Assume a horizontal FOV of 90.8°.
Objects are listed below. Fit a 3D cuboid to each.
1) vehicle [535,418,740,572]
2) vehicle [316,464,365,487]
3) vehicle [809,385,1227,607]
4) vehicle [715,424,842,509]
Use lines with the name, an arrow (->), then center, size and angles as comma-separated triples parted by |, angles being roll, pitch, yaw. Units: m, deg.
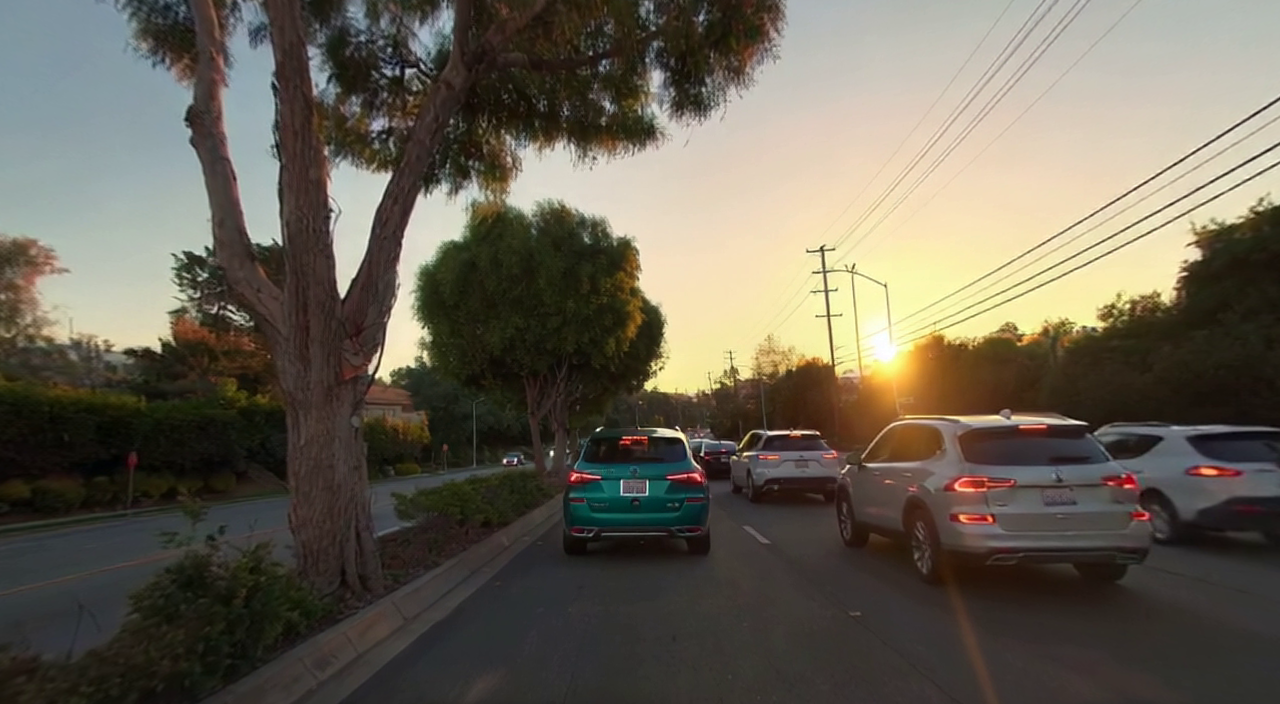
vehicle -> -0.058, 1.848, 8.986 | 2.199, 1.641, 4.232 | 0, -8, -1
vehicle -> -22.906, 9.463, 48.482 | 1.847, 1.554, 3.926 | 0, -8, -1
vehicle -> 3.514, 1.426, 7.100 | 2.001, 1.707, 4.250 | 0, -8, -1
vehicle -> 3.268, 2.815, 16.008 | 2.097, 1.818, 4.625 | 0, -8, -1
